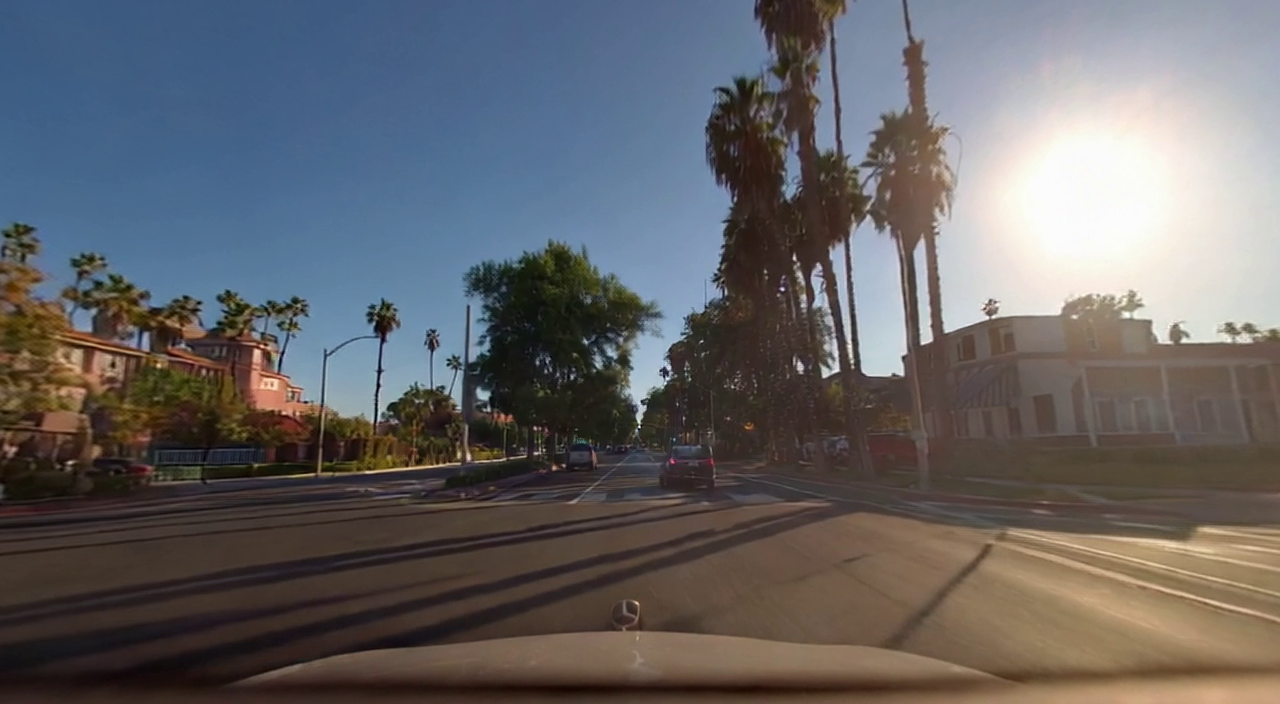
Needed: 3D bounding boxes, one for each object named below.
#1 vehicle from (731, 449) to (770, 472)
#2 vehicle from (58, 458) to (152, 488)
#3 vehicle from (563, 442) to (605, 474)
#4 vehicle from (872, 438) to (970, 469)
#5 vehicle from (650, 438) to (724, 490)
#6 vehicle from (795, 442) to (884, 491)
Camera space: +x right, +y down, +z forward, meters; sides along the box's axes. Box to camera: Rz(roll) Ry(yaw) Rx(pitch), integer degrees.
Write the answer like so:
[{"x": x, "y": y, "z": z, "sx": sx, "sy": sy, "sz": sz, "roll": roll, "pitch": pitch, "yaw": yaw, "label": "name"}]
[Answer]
[{"x": 7.701, "y": 7.591, "z": 44.275, "sx": 1.947, "sy": 1.474, "sz": 4.634, "roll": 0, "pitch": -9, "yaw": 0, "label": "vehicle"}, {"x": -30.029, "y": 6.783, "z": 35.473, "sx": 1.823, "sy": 1.477, "sz": 3.984, "roll": 0, "pitch": -9, "yaw": -1, "label": "vehicle"}, {"x": -3.248, "y": 6.264, "z": 37.388, "sx": 2.084, "sy": 1.735, "sz": 4.528, "roll": 0, "pitch": -8, "yaw": 1, "label": "vehicle"}, {"x": 15.429, "y": 5.589, "z": 34.731, "sx": 4.489, "sy": 1.557, "sz": 1.792, "roll": -2, "pitch": -9, "yaw": 2, "label": "vehicle"}, {"x": 1.583, "y": 4.011, "z": 22.803, "sx": 2.084, "sy": 1.682, "sz": 4.148, "roll": 1, "pitch": -9, "yaw": -4, "label": "vehicle"}, {"x": 7.674, "y": 4.431, "z": 24.672, "sx": 2.012, "sy": 1.737, "sz": 4.129, "roll": 0, "pitch": -9, "yaw": -2, "label": "vehicle"}]
